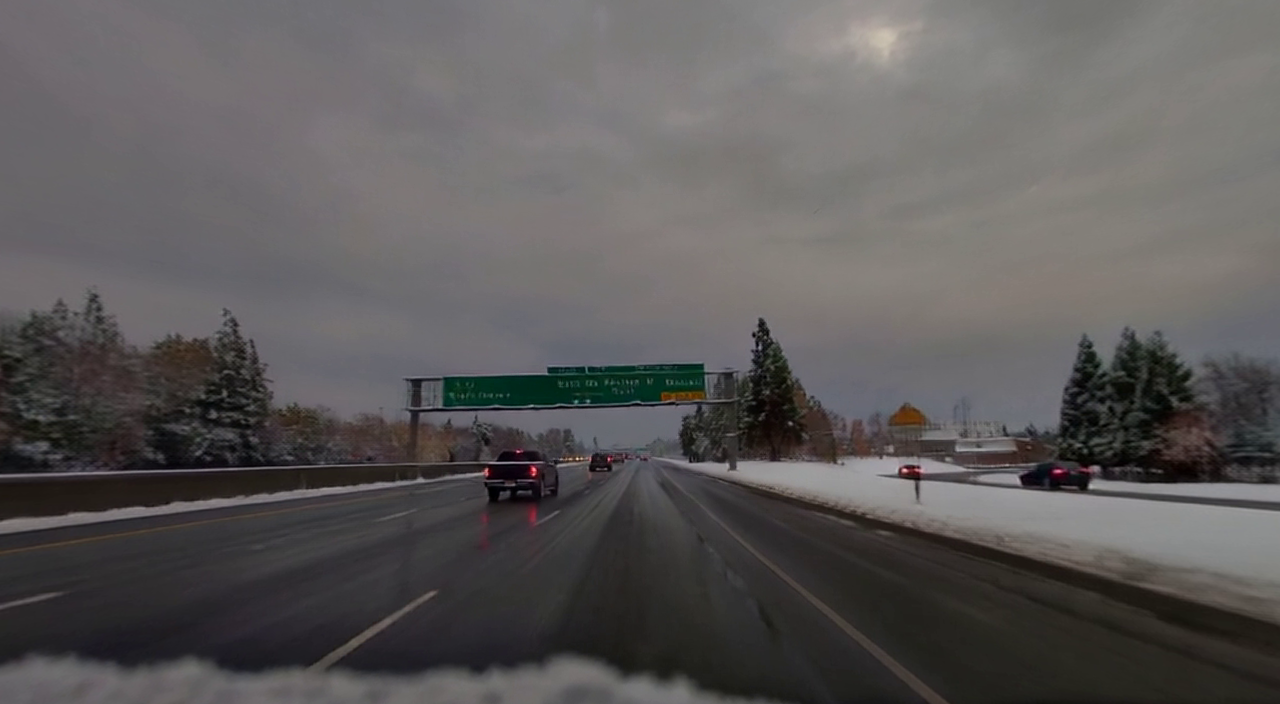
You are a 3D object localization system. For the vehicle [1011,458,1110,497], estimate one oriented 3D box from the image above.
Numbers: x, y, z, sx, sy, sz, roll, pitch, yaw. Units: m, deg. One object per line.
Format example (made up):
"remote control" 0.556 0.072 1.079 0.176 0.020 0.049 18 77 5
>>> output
"vehicle" 21.978 6.540 33.203 2.033 1.794 5.116 -1 -9 6

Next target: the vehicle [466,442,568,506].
"vehicle" -3.719 3.794 20.057 2.162 1.747 4.791 0 -9 1
